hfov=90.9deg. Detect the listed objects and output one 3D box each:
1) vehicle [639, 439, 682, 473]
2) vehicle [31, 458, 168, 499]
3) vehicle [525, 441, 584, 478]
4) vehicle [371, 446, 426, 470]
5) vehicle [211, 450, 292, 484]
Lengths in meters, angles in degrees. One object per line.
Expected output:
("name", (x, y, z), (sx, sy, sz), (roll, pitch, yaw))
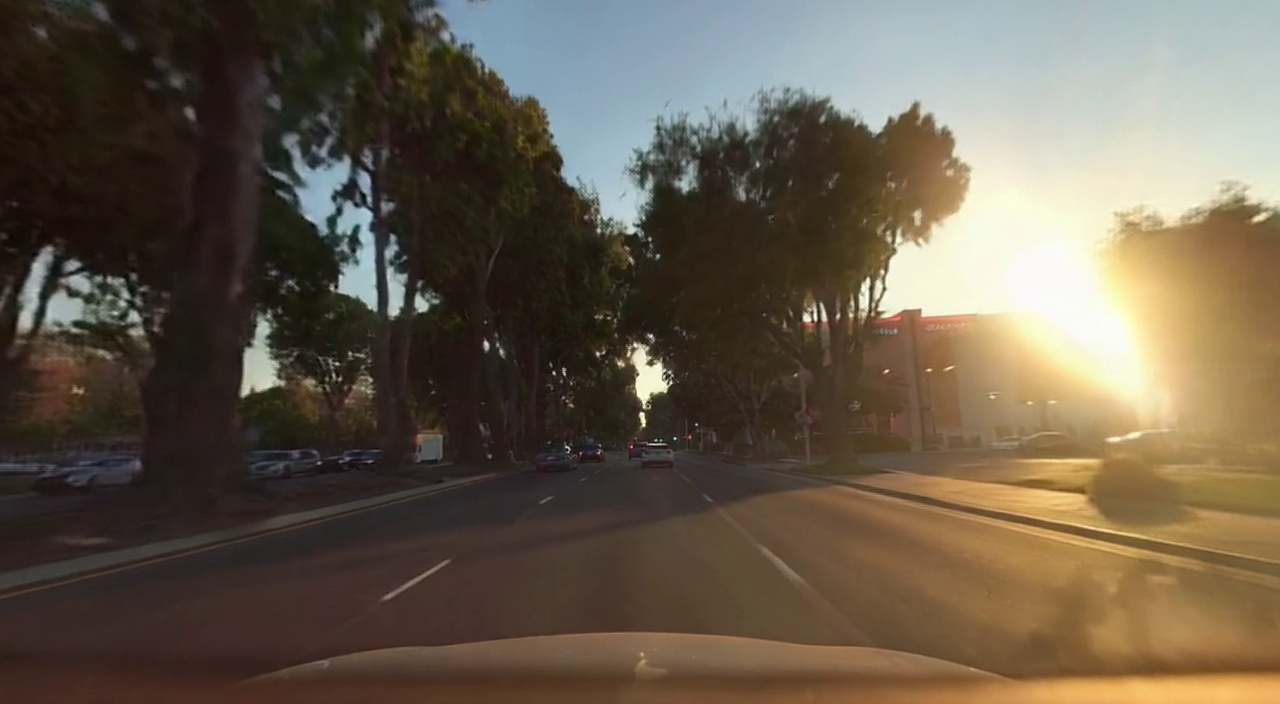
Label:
("vehicle", (0.959, 5.144, 31.473), (1.922, 1.579, 3.642), (0, -8, -1))
("vehicle", (-22.950, 5.360, 27.039), (1.905, 1.483, 4.479), (0, -8, 0))
("vehicle", (-3.708, 4.737, 28.136), (1.908, 1.481, 4.536), (0, -8, 1))
("vehicle", (-18.470, 8.103, 48.501), (2.021, 1.732, 5.410), (0, -8, 1))
("vehicle", (-22.797, 6.735, 37.231), (1.887, 1.801, 4.587), (0, -8, -1))
